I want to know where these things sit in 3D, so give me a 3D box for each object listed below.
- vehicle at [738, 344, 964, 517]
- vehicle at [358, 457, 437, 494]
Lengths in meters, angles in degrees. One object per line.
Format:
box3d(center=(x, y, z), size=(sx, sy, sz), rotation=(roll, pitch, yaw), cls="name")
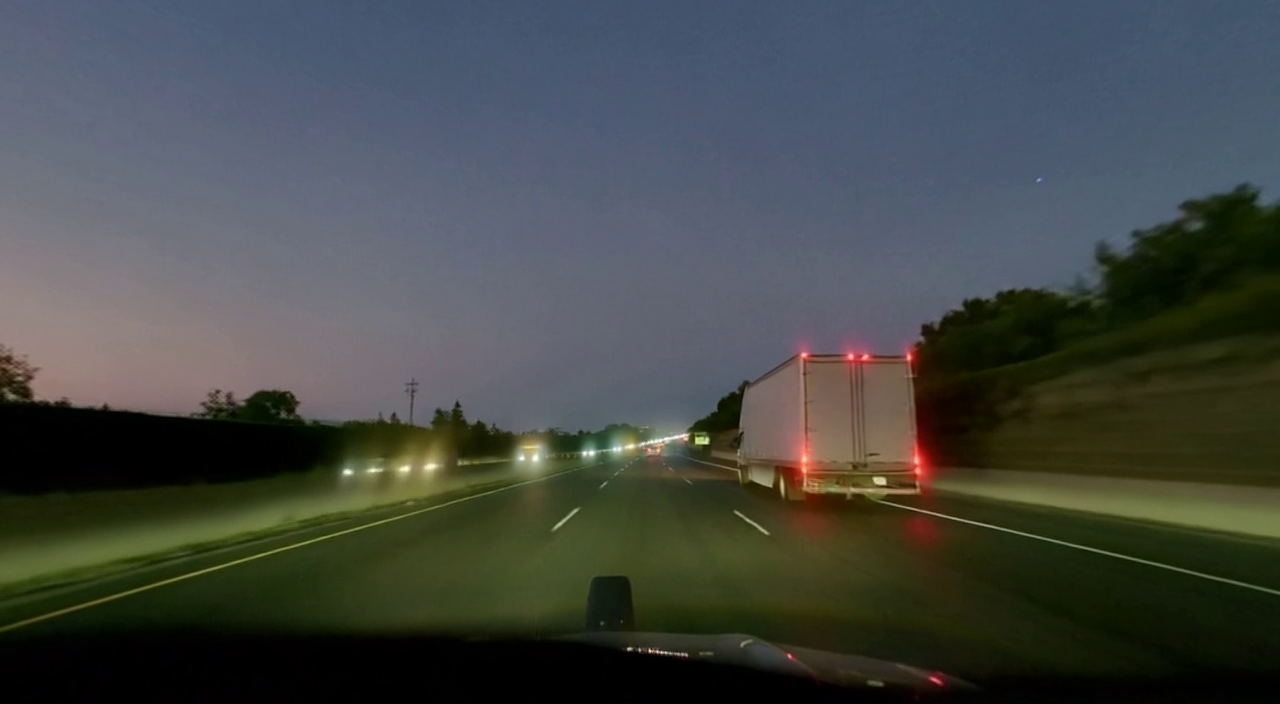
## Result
box3d(center=(4.666, 2.122, 16.221), size=(2.771, 3.313, 8.121), rotation=(0, -9, -2), cls="vehicle")
box3d(center=(-11.049, 5.629, 29.132), size=(1.923, 1.488, 4.363), rotation=(0, -9, 0), cls="vehicle")
